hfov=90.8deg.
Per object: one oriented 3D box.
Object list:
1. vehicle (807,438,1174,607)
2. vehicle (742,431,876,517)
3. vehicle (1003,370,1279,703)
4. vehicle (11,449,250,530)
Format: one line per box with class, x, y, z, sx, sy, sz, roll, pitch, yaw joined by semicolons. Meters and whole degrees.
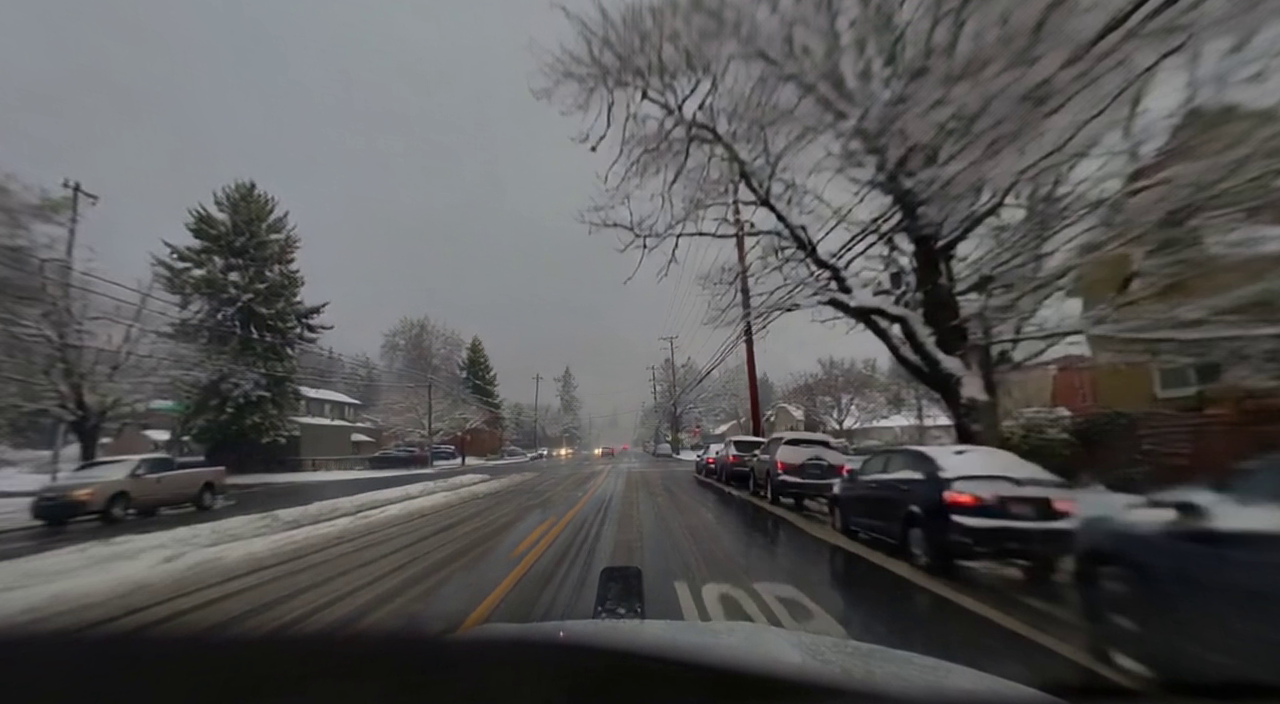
vehicle;3.759;1.880;8.039;1.865;1.477;4.741;0;-9;-1
vehicle;3.746;2.792;14.873;1.852;1.715;4.110;0;-9;-2
vehicle;3.856;0.907;2.498;1.914;1.737;4.703;0;-9;-2
vehicle;-13.788;3.678;17.778;2.229;1.878;5.540;1;-9;-2
